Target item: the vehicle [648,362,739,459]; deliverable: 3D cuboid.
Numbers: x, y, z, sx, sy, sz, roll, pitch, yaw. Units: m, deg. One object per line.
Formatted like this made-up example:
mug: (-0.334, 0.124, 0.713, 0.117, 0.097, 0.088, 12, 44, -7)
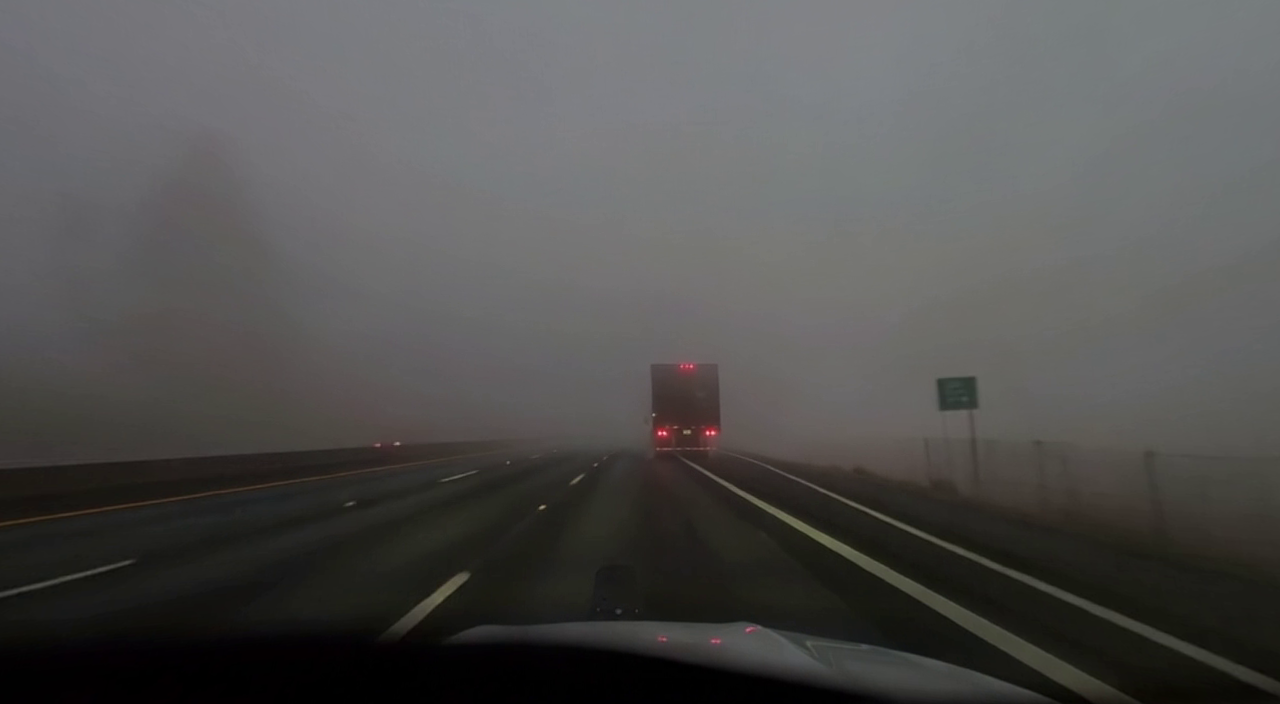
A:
vehicle: (2.124, 3.015, 30.157, 3.446, 3.698, 12.089, 0, -8, 1)
